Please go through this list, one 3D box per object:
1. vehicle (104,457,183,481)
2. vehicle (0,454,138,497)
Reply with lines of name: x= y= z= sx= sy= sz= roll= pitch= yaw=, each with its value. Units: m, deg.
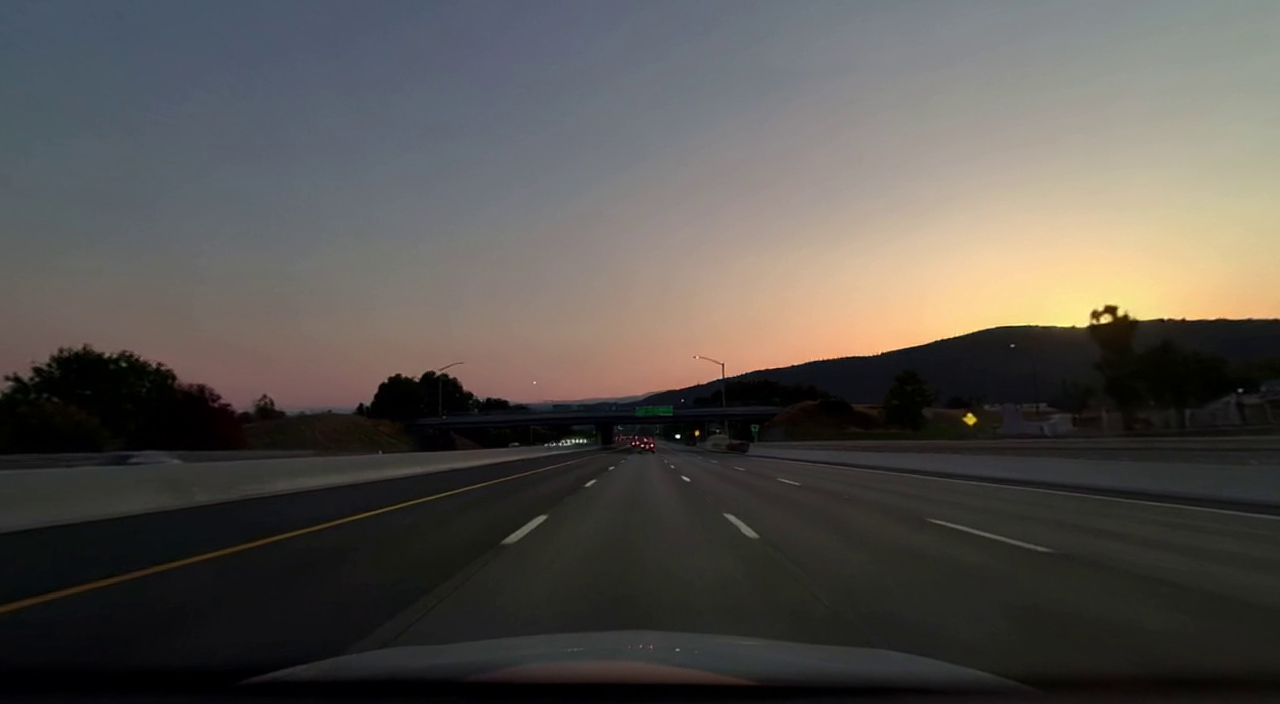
vehicle: x=-37.053 y=8.757 z=47.247 sx=1.925 sy=1.539 sz=4.981 roll=-1 pitch=-8 yaw=-2
vehicle: x=-23.349 y=4.920 z=25.544 sx=1.856 sy=1.495 sz=5.003 roll=0 pitch=-8 yaw=1
